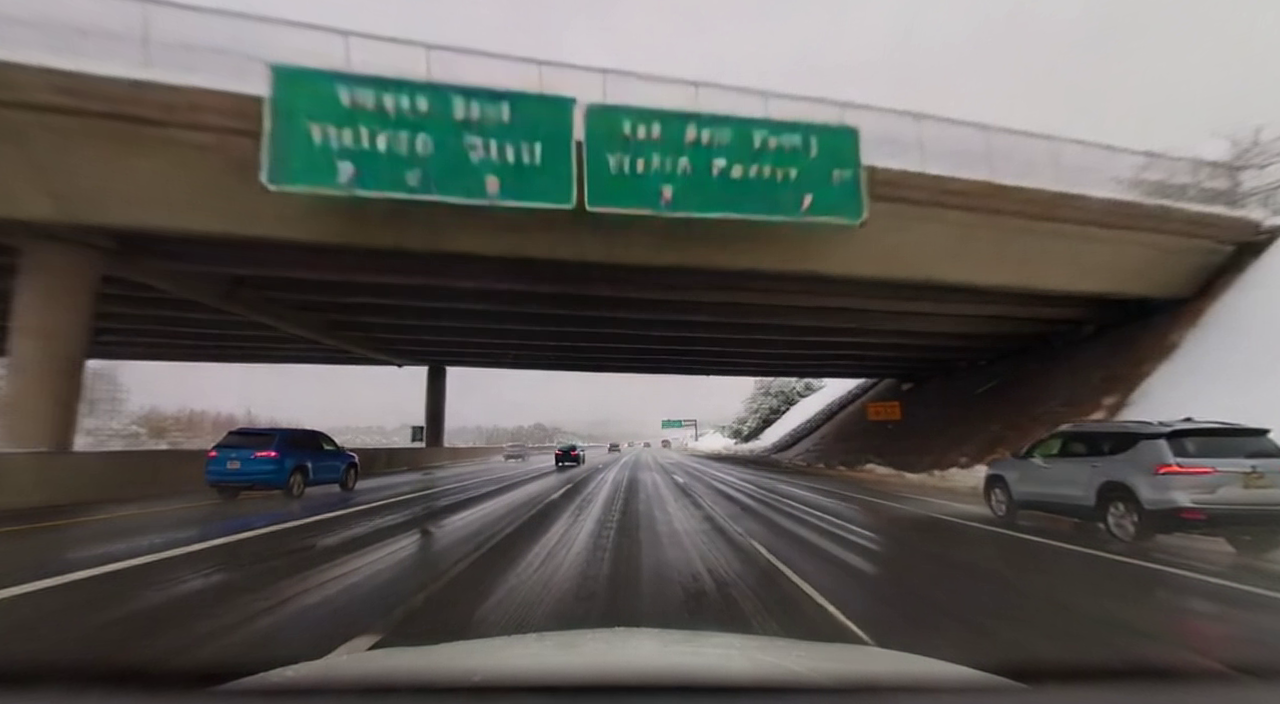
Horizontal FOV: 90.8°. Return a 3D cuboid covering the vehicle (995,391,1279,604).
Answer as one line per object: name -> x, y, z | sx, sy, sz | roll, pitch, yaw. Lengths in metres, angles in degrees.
vehicle -> 6.204, 1.457, 6.938 | 1.950, 1.719, 4.545 | 0, -9, 0

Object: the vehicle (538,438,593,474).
vehicle -> -3.354, 4.750, 29.133 | 1.925, 1.509, 4.363 | 0, -9, 1

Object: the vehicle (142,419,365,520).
vehicle -> -7.468, 2.297, 12.838 | 1.860, 1.694, 4.173 | 0, -9, 0
